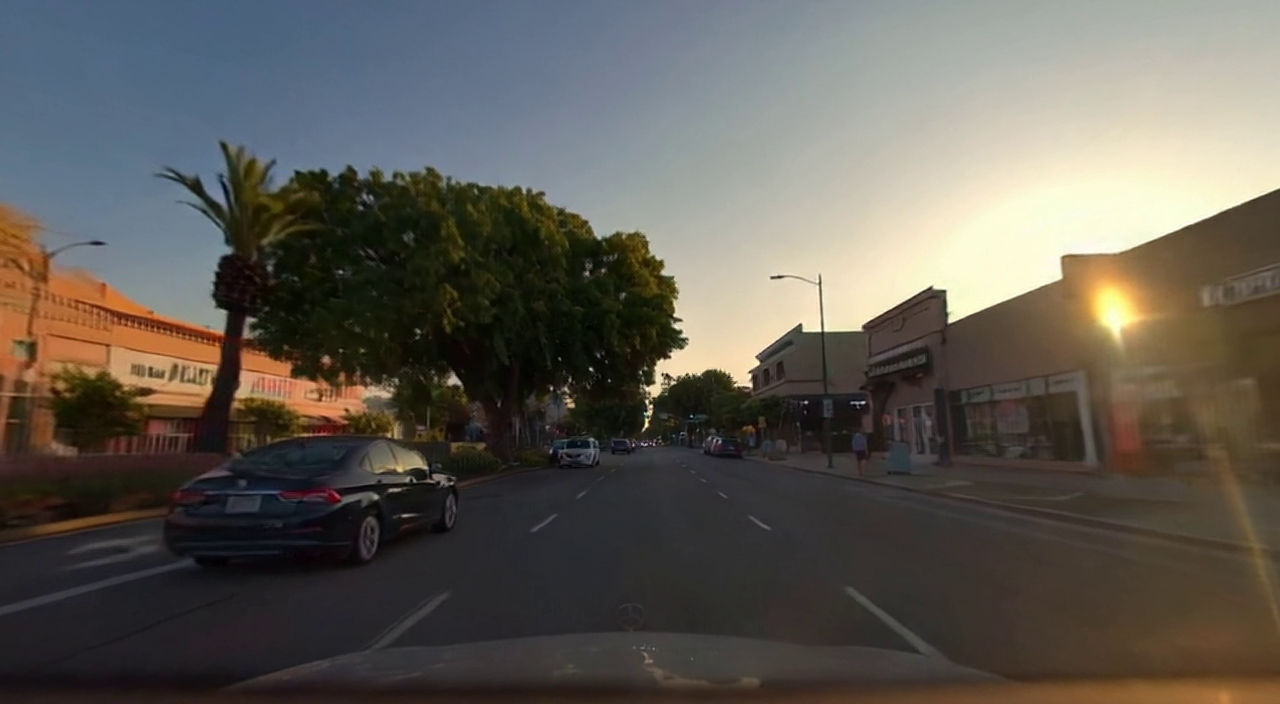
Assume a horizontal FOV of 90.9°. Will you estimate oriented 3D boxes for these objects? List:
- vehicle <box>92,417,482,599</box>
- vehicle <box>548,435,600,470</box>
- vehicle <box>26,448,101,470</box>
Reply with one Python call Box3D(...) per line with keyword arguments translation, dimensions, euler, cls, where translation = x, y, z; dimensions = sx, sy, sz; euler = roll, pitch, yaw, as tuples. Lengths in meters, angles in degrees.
Box3D(translation=(-3.544, 1.646, 7.576), dimensions=(2.032, 1.511, 4.424), euler=(0, -9, 1), cls="vehicle")
Box3D(translation=(-3.236, 5.036, 31.643), dimensions=(2.024, 1.636, 4.121), euler=(0, -9, 2), cls="vehicle")
Box3D(translation=(-40.813, 7.569, 44.614), dimensions=(4.387, 1.471, 1.856), euler=(-3, -9, 19), cls="vehicle")
